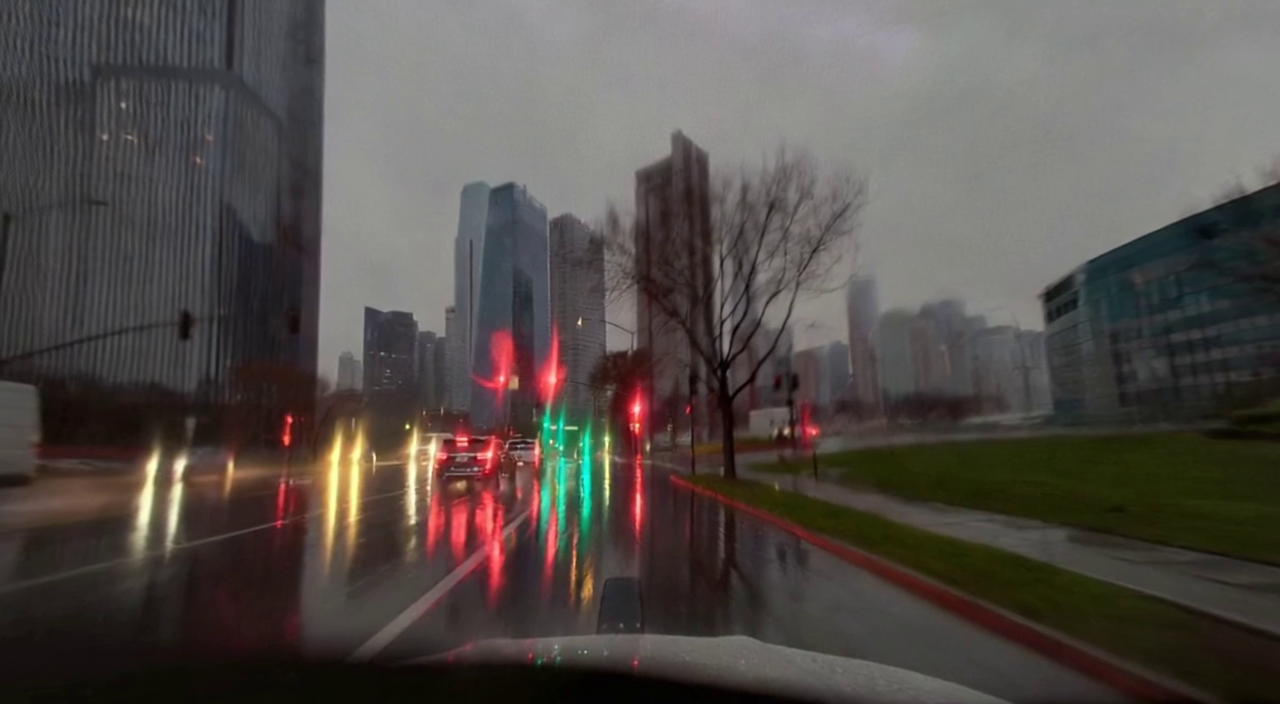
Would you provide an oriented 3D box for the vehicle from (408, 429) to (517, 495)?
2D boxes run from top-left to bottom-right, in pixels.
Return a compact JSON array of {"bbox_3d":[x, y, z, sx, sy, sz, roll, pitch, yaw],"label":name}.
[{"bbox_3d":[-5.249,3.321,19.335,2.169,1.741,4.588,1,-9,-3],"label":"vehicle"}]

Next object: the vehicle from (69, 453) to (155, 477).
[{"bbox_3d":[-41.545,8.864,49.612,4.760,1.526,2.108,-1,-7,-5],"label":"vehicle"}]

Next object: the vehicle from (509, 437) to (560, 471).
[{"bbox_3d":[-6.200,6.083,37.627,2.384,1.849,5.009,1,-9,-2],"label":"vehicle"}]
